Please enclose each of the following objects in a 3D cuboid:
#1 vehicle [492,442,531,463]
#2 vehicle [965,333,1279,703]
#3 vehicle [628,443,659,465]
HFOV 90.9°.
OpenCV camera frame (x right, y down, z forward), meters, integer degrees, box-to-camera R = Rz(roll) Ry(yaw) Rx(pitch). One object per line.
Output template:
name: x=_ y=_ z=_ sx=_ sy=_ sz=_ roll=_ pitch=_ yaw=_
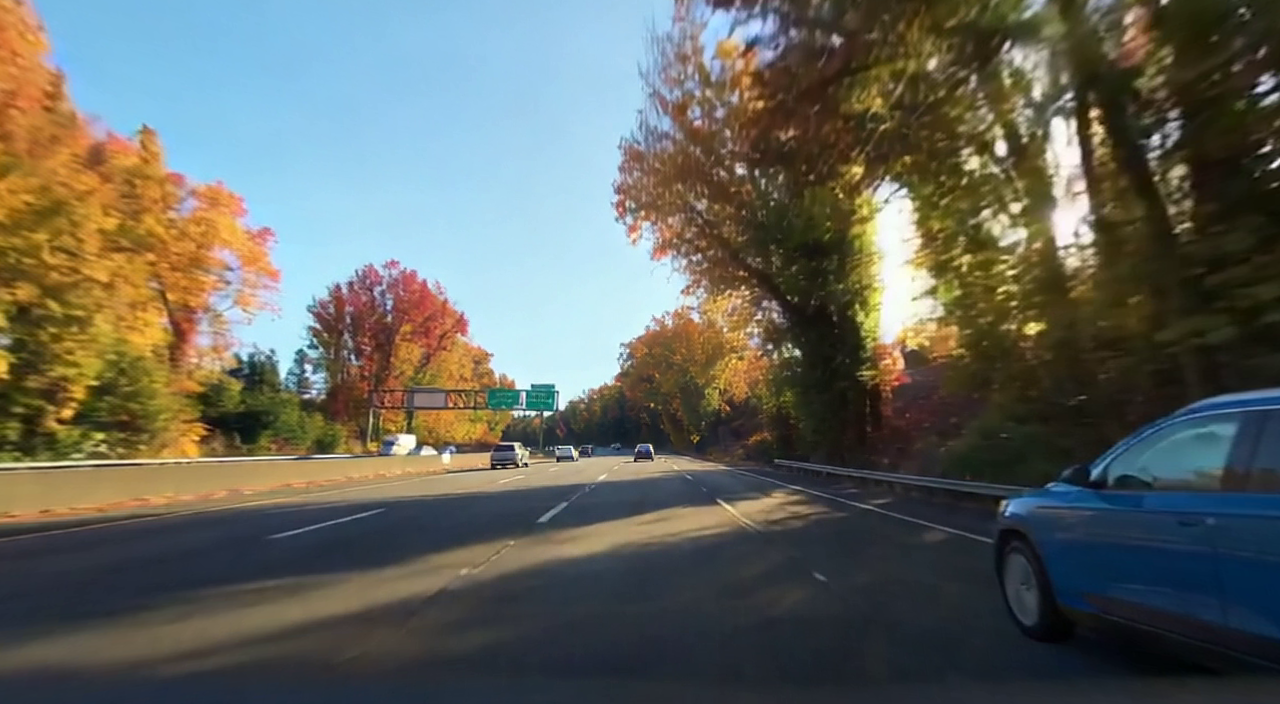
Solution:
vehicle: x=-9.643 y=7.562 z=47.712 sx=1.965 sy=1.473 sz=4.313 roll=0 pitch=-8 yaw=1
vehicle: x=3.350 y=0.796 z=2.258 sx=2.120 sy=1.706 sz=4.226 roll=0 pitch=-8 yaw=1
vehicle: x=0.223 y=6.935 z=43.023 sx=1.985 sy=1.450 sz=4.266 roll=0 pitch=-8 yaw=0
